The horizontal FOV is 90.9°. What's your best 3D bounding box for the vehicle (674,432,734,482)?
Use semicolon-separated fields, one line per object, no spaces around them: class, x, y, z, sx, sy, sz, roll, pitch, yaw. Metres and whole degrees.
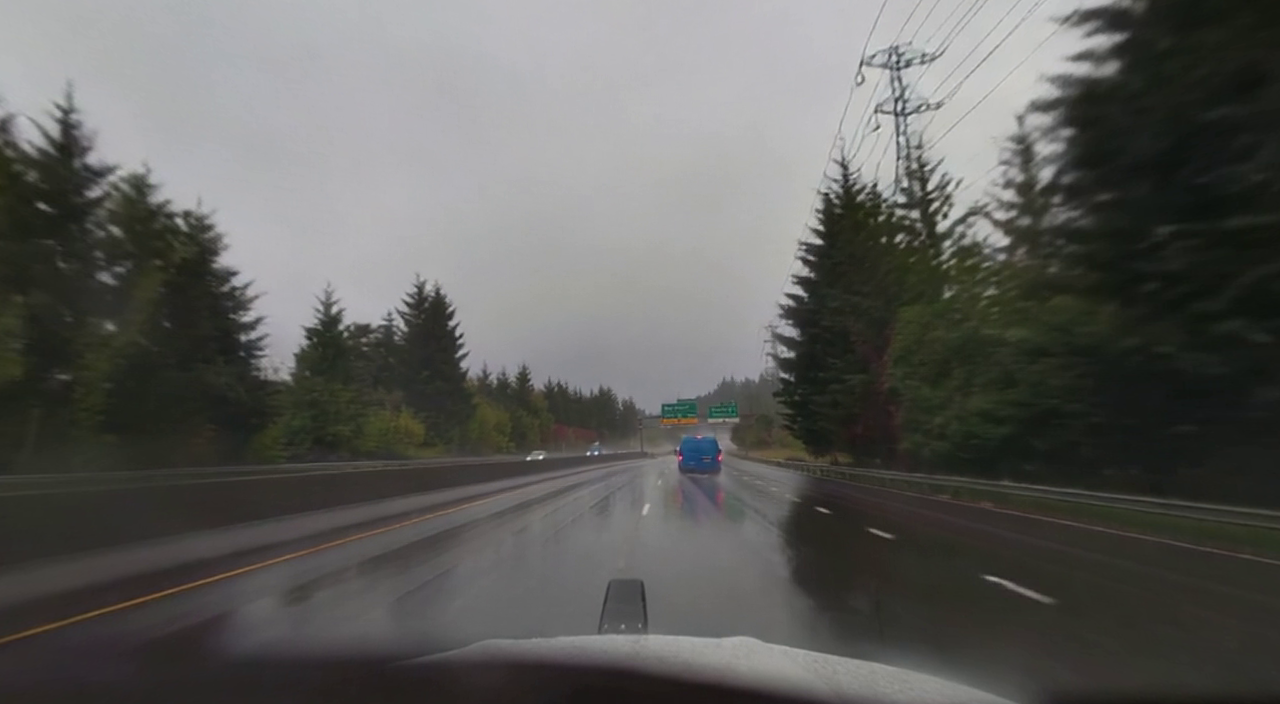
vehicle;2.662;4.547;27.416;2.261;1.969;5.104;0;-9;3
